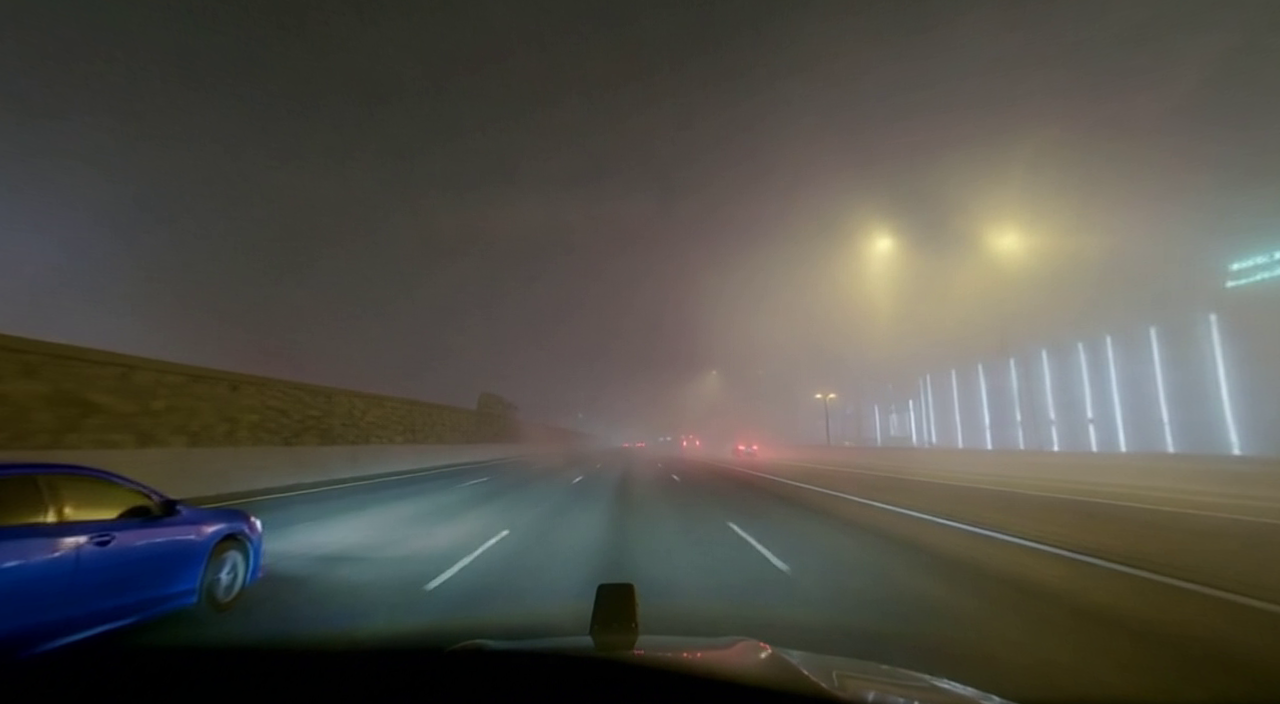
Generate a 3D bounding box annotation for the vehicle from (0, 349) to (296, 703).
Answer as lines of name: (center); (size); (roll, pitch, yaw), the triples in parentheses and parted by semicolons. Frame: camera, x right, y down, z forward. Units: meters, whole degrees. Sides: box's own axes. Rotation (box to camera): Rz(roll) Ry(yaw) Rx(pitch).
vehicle: (-3.800, 0.839, 2.880); (2.070, 1.641, 4.315); (0, -8, -1)
